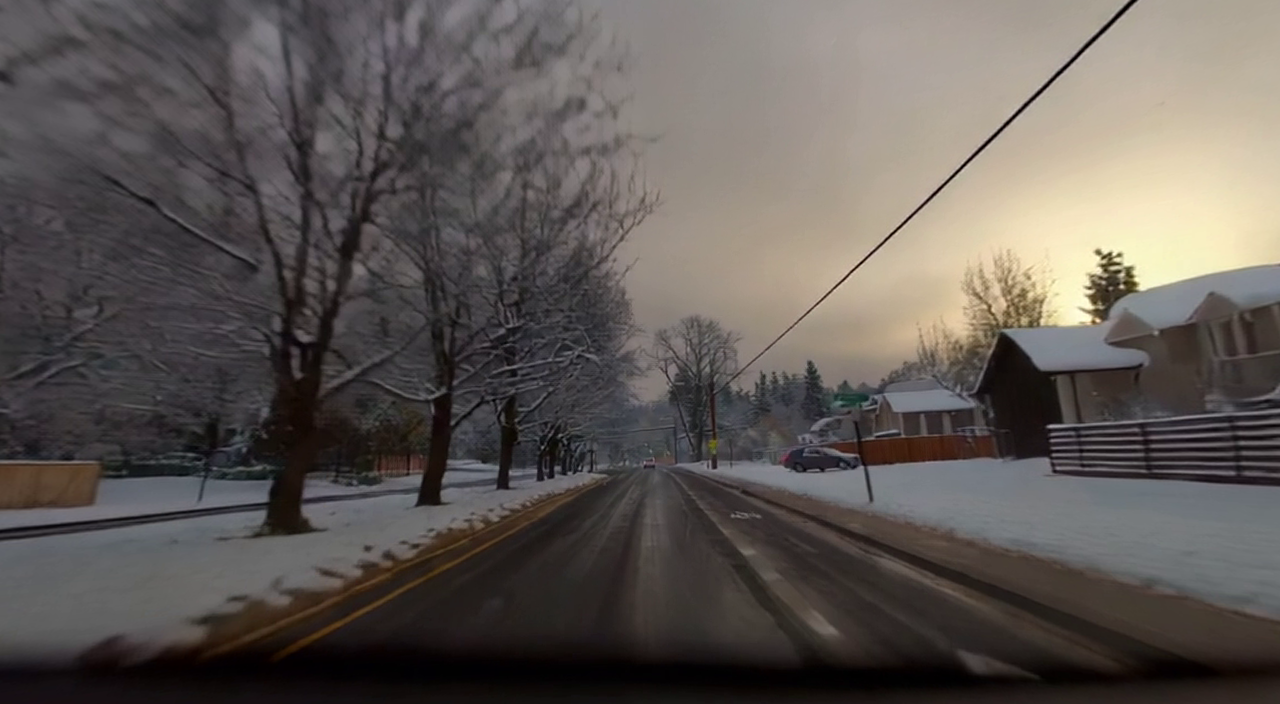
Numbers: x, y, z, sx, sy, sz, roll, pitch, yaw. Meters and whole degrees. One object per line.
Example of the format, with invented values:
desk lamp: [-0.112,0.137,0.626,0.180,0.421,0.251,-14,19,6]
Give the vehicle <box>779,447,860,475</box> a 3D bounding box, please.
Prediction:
vehicle: [12.175,7.417,42.782,4.807,1.865,2.160,0,-9,1]
